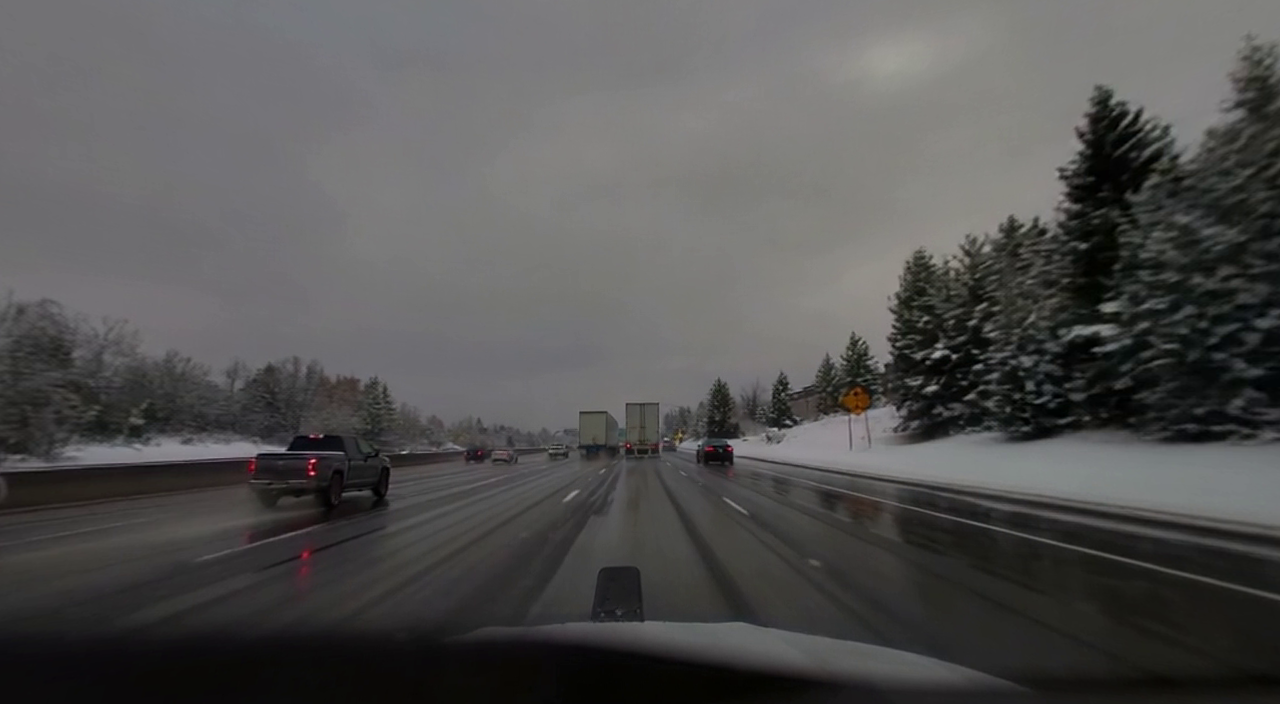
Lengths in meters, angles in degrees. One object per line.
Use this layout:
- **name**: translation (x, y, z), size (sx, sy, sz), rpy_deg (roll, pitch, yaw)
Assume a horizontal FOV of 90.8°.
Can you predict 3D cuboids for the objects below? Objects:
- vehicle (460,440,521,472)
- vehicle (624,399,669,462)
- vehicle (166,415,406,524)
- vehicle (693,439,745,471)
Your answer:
- **vehicle**: translation (-7.428, 5.215, 31.845), size (1.891, 1.460, 4.506), rpy_deg (0, -8, 1)
- **vehicle**: translation (0.368, 5.986, 47.316), size (2.969, 4.104, 10.906), rpy_deg (0, -8, 0)
- **vehicle**: translation (-6.616, 2.244, 12.563), size (2.122, 1.754, 4.379), rpy_deg (0, -8, 1)
- **vehicle**: translation (3.904, 5.152, 31.788), size (2.006, 1.452, 4.246), rpy_deg (0, -8, -1)
